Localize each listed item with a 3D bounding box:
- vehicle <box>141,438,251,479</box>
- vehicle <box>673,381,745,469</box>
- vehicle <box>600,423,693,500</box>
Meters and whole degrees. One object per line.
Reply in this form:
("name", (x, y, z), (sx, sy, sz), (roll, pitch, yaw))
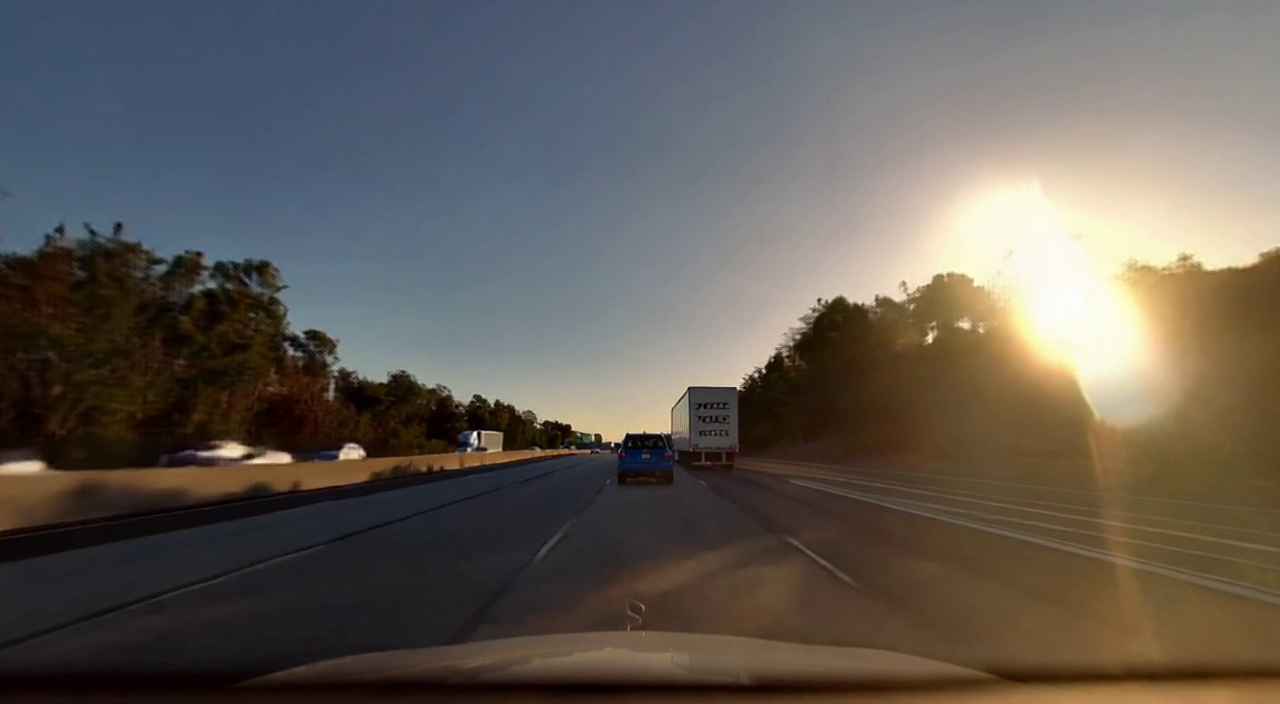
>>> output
("vehicle", (-22.718, 5.445, 32.407), (2.062, 1.894, 4.768), (0, -8, 1))
("vehicle", (3.654, 4.574, 37.368), (2.909, 4.135, 15.820), (0, -8, 1))
("vehicle", (0.169, 2.736, 16.043), (2.054, 1.706, 4.201), (0, -8, 1))
